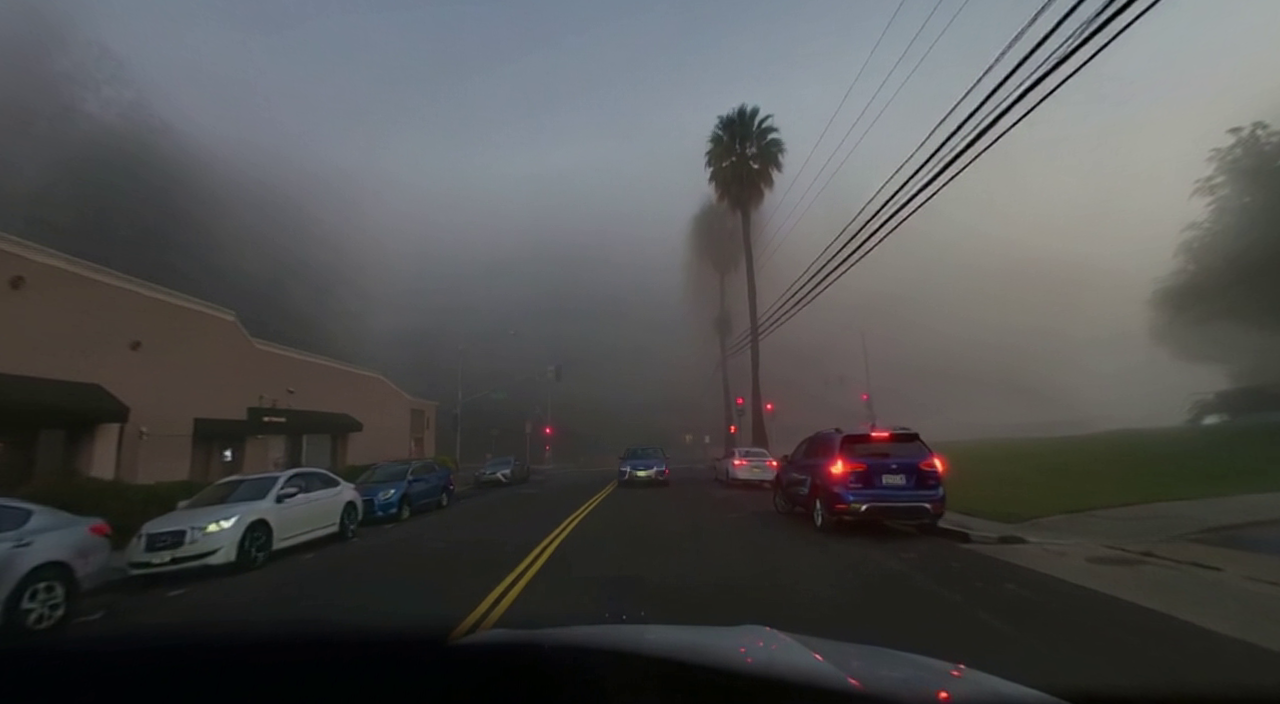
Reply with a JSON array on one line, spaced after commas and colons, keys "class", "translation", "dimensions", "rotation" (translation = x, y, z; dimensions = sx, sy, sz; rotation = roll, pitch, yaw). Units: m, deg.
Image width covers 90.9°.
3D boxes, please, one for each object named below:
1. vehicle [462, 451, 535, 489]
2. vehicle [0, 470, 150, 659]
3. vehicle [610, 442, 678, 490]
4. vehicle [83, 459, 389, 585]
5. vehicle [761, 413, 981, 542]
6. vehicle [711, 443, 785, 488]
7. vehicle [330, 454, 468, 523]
[{"class": "vehicle", "translation": [-6.150, 5.177, 28.051], "dimensions": [2.105, 1.469, 4.693], "rotation": [0, -8, 1]}, {"class": "vehicle", "translation": [-6.232, 1.685, 4.517], "dimensions": [1.810, 1.489, 4.336], "rotation": [-1, -8, 3]}, {"class": "vehicle", "translation": [0.102, 3.793, 21.372], "dimensions": [2.060, 1.452, 4.078], "rotation": [0, -8, 0]}, {"class": "vehicle", "translation": [-6.110, 2.572, 10.431], "dimensions": [1.874, 1.472, 4.668], "rotation": [0, -8, 1]}, {"class": "vehicle", "translation": [3.737, 2.144, 11.489], "dimensions": [2.099, 1.786, 5.198], "rotation": [0, -8, 1]}, {"class": "vehicle", "translation": [3.715, 3.968, 22.508], "dimensions": [1.821, 1.417, 4.454], "rotation": [0, -8, 0]}, {"class": "vehicle", "translation": [-6.105, 3.479, 16.635], "dimensions": [1.850, 1.482, 4.454], "rotation": [0, -8, 1]}]
